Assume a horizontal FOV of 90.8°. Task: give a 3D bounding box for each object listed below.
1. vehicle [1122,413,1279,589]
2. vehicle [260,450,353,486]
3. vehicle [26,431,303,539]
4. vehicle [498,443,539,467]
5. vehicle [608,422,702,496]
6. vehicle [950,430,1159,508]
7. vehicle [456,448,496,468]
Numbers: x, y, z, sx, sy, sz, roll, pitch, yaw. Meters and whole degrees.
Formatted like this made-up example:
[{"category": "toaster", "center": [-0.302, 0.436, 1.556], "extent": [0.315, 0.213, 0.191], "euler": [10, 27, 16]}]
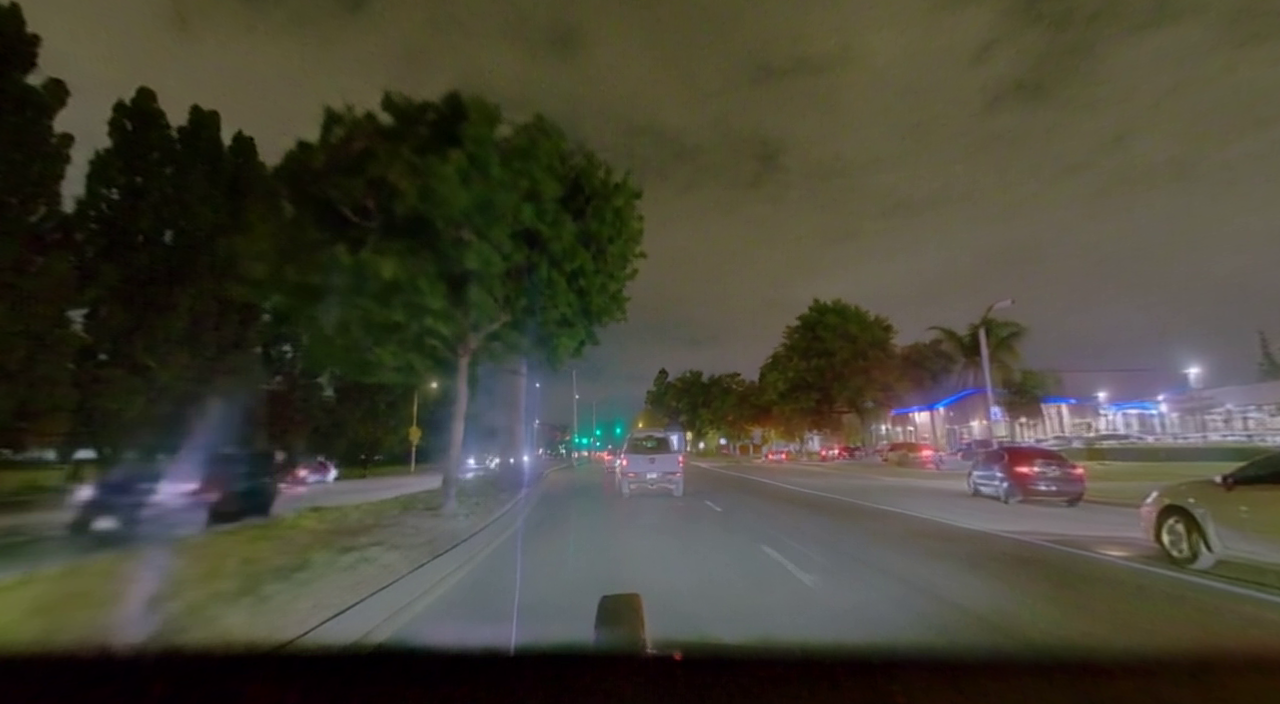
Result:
[{"category": "vehicle", "center": [6.476, 1.203, 4.910], "extent": [1.994, 1.488, 4.313], "euler": [0, -8, -1]}, {"category": "vehicle", "center": [-16.162, 5.621, 30.974], "extent": [1.952, 1.569, 4.886], "euler": [0, -8, -1]}, {"category": "vehicle", "center": [-9.124, 2.547, 12.819], "extent": [2.104, 1.778, 4.520], "euler": [0, -8, -1]}, {"category": "vehicle", "center": [-8.903, 7.578, 46.589], "extent": [2.120, 1.628, 4.331], "euler": [0, -8, 0]}, {"category": "vehicle", "center": [0.261, 3.108, 18.677], "extent": [2.300, 1.870, 4.936], "euler": [1, -8, -4]}, {"category": "vehicle", "center": [9.296, 2.644, 14.745], "extent": [1.894, 1.517, 4.419], "euler": [0, -8, 1]}, {"category": "vehicle", "center": [-12.677, 8.184, 49.021], "extent": [1.866, 1.491, 4.495], "euler": [0, -8, 0]}]
